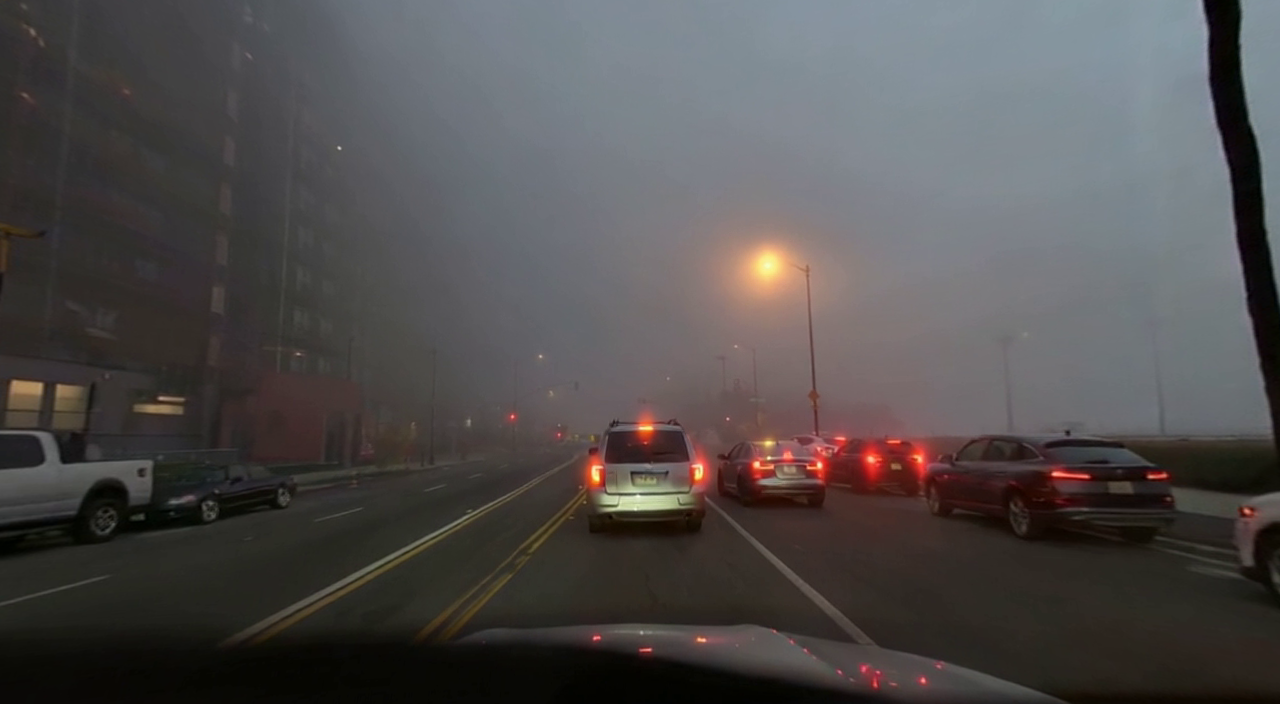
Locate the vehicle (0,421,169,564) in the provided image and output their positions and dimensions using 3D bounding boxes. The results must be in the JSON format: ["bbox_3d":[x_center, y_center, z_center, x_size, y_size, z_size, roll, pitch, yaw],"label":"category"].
[{"bbox_3d":[-9.991,2.063,8.784,2.294,1.948,6.025,-6,-10,0],"label":"vehicle"}]

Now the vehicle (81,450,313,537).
[{"bbox_3d":[-9.827,3.113,14.619,2.054,1.467,4.595,-3,-7,1],"label":"vehicle"}]

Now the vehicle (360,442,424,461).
[{"bbox_3d":[-19.402,7.781,49.590,1.759,1.457,4.297,-7,-11,38],"label":"vehicle"}]

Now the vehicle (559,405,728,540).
[{"bbox_3d":[0.026,1.930,10.671,2.264,1.798,4.258,0,-8,0],"label":"vehicle"}]

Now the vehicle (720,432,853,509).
[{"bbox_3d":[3.140,2.631,14.487,1.999,1.487,3.939,0,-8,-2],"label":"vehicle"}]

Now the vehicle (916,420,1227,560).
[{"bbox_3d":[6.187,1.952,9.819,1.819,1.672,4.139,0,-7,-1],"label":"vehicle"}]
